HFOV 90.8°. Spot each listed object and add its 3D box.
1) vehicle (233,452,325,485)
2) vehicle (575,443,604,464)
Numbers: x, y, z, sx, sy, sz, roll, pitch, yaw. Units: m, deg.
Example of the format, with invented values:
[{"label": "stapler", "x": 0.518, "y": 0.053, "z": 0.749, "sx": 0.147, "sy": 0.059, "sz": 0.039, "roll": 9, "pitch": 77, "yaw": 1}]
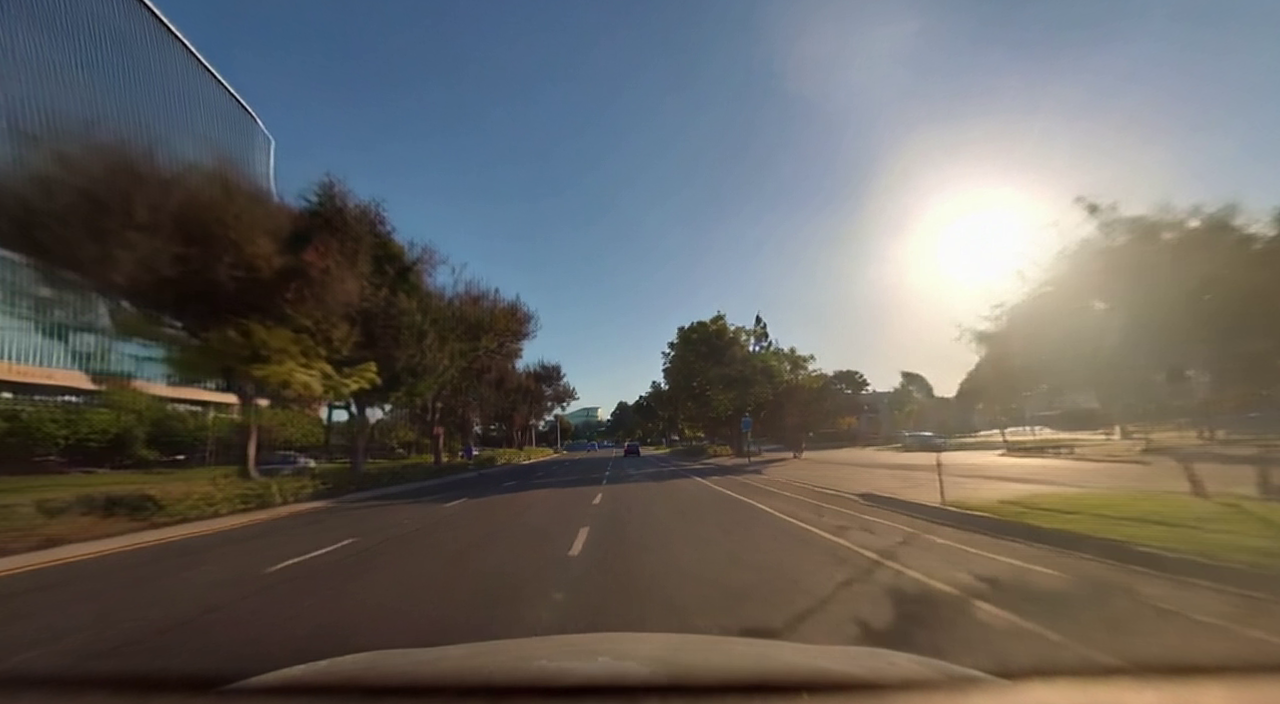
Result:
[{"label": "vehicle", "x": -18.107, "y": 5.841, "z": 32.005, "sx": 1.972, "sy": 1.457, "sz": 4.716, "roll": -1, "pitch": -8, "yaw": -2}, {"label": "vehicle", "x": -3.882, "y": 7.853, "z": 49.034, "sx": 2.080, "sy": 1.445, "sz": 4.096, "roll": -1, "pitch": -8, "yaw": -2}]
